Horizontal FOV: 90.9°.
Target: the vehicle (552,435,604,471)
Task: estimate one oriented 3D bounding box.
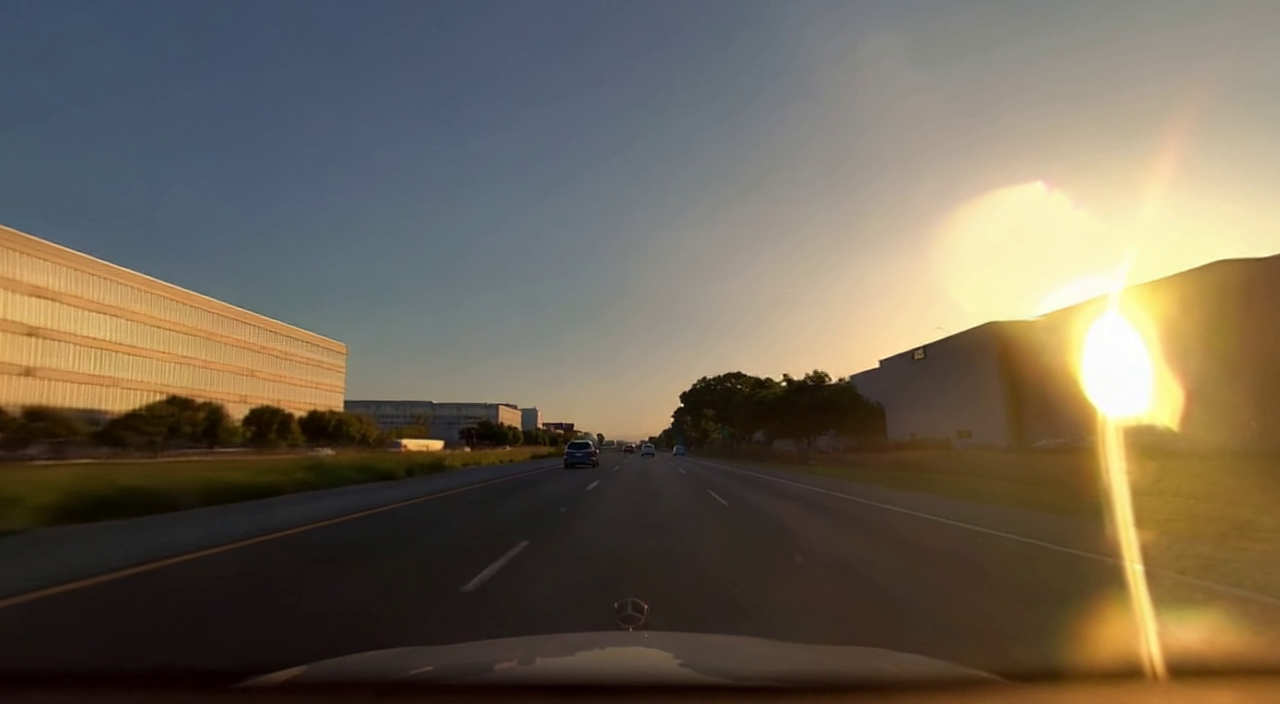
[{"bbox_3d":[-3.344,5.627,35.132,2.218,1.850,4.774,0,-9,2],"label":"vehicle"}]
